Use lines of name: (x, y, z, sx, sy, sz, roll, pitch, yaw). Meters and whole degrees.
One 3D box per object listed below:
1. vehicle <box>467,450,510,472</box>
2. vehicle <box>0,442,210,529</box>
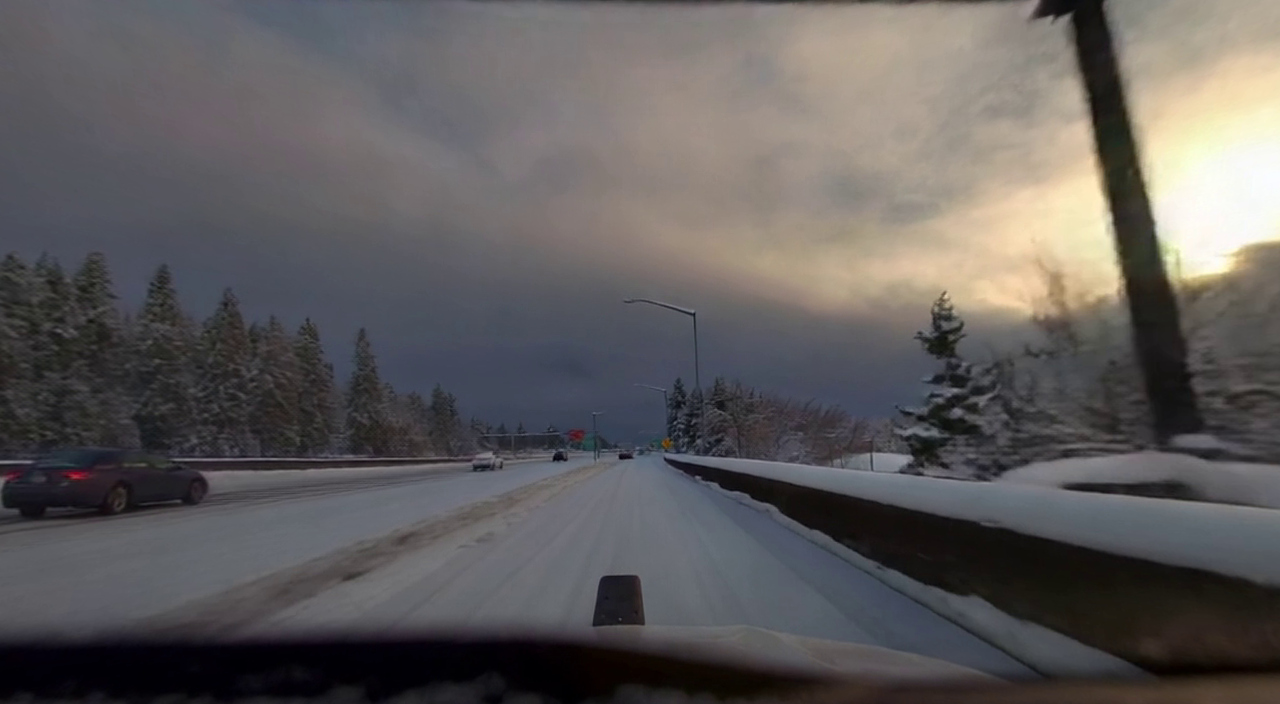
vehicle: (-10.850, 7.820, 45.526, 2.271, 1.537, 4.029, 0, -9, -2)
vehicle: (-11.631, 2.737, 13.573, 1.829, 1.520, 4.505, 0, -9, -4)
